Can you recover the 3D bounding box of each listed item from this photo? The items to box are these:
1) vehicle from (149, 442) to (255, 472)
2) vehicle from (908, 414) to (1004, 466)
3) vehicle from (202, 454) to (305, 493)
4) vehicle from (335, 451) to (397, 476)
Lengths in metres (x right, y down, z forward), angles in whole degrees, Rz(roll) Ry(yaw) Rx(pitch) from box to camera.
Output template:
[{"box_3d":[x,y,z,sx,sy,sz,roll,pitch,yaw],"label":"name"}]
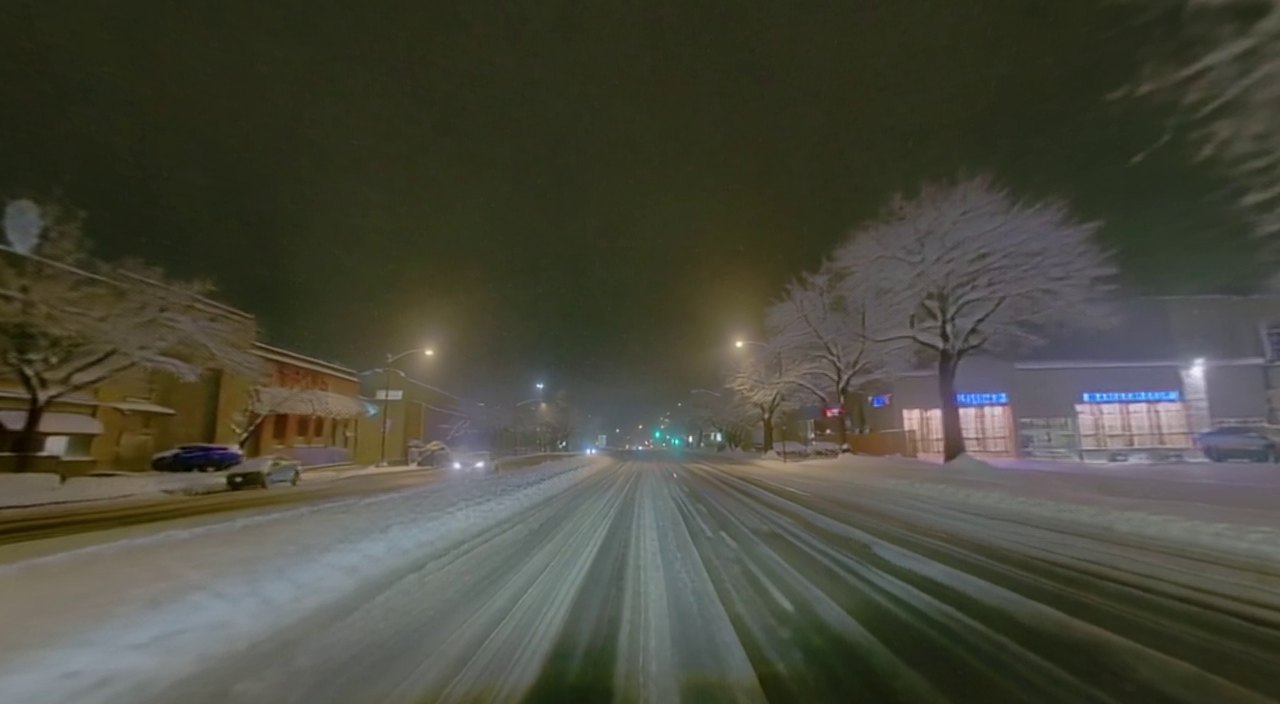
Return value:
[{"box_3d":[-26.570,6.347,38.241,4.667,1.728,2.276,0,-8,-3],"label":"vehicle"},{"box_3d":[21.926,6.227,44.102,2.977,3.311,6.892,0,-9,-1],"label":"vehicle"},{"box_3d":[-18.838,5.894,30.901,2.012,1.560,4.782,-1,-7,0],"label":"vehicle"},{"box_3d":[-18.946,7.746,43.711,2.071,1.595,4.822,0,-9,1],"label":"vehicle"}]
